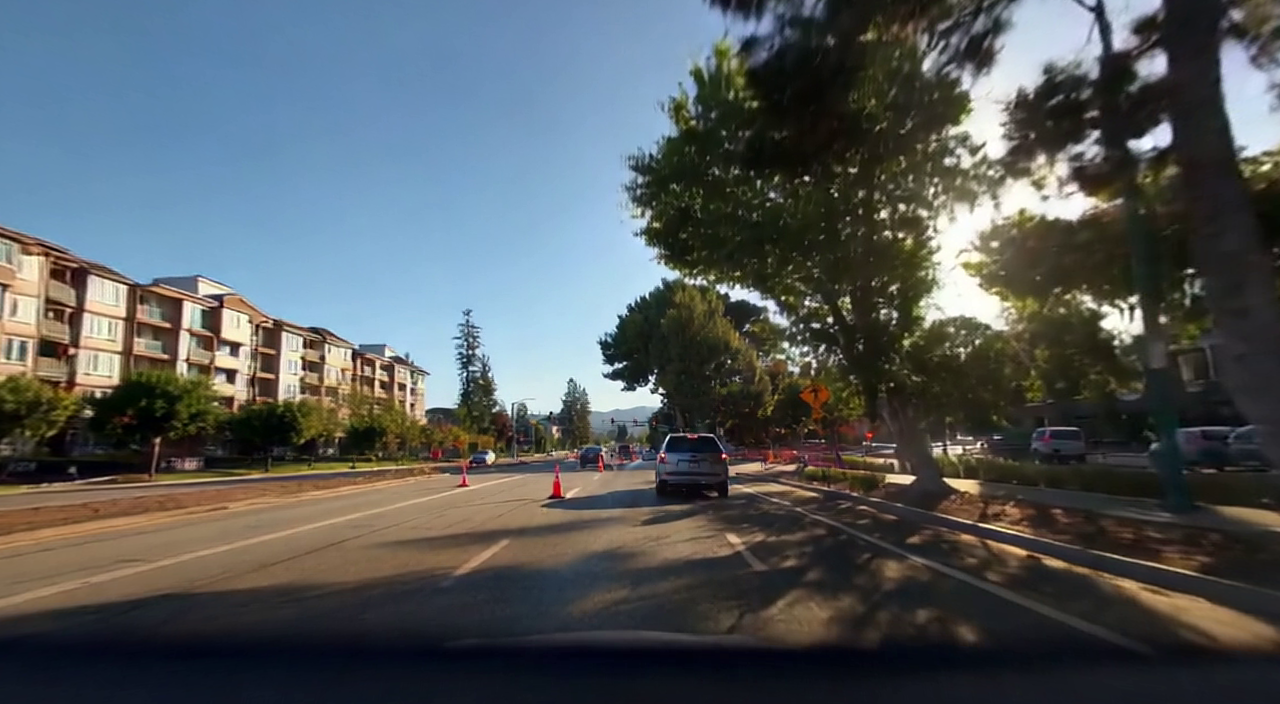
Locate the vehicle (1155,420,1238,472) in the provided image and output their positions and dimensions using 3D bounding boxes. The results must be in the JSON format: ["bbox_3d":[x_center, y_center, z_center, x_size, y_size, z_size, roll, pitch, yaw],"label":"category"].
[{"bbox_3d":[20.396,3.434,23.086,1.960,1.678,4.435,-8,-11,43],"label":"vehicle"}]

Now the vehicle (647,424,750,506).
[{"bbox_3d":[1.350,2.884,16.560,2.197,1.835,4.316,0,-8,-1],"label":"vehicle"}]

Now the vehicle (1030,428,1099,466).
[{"bbox_3d":[20.209,4.510,29.990,1.926,1.680,4.410,-8,-11,42],"label":"vehicle"}]

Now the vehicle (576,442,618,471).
[{"bbox_3d":[-2.519,6.236,37.919,2.121,1.654,3.993,0,-8,1],"label":"vehicle"}]
